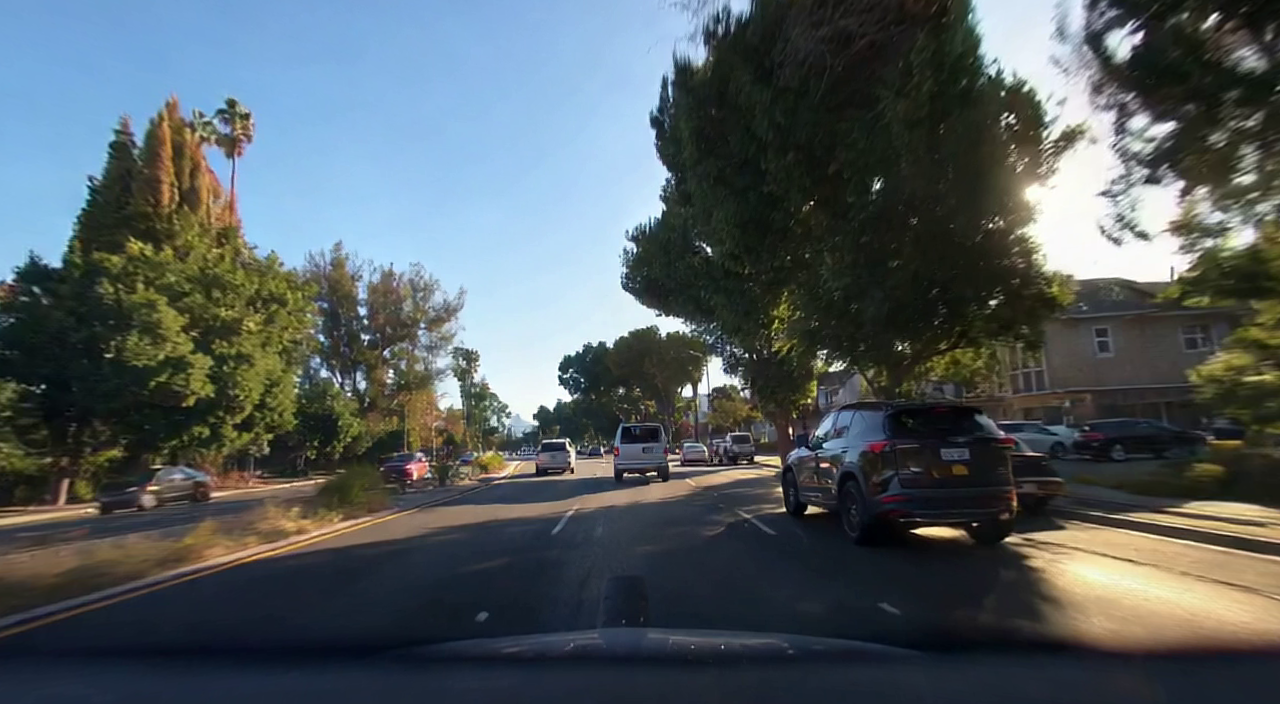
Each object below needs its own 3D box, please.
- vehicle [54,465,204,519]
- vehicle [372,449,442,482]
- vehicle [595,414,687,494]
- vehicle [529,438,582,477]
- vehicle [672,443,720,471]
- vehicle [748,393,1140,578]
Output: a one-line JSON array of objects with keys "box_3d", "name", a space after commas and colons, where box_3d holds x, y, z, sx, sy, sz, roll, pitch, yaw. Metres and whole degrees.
[{"box_3d": [-18.569, 5.061, 23.168, 1.956, 1.494, 4.503, -4, -8, -3], "name": "vehicle"}, {"box_3d": [-12.351, 6.031, 33.650, 2.068, 1.630, 4.650, 0, -9, -2], "name": "vehicle"}, {"box_3d": [-0.186, 3.250, 20.224, 2.507, 2.161, 6.049, 1, -9, -4], "name": "vehicle"}, {"box_3d": [-3.899, 4.954, 29.734, 2.235, 1.682, 4.662, 1, -9, -5], "name": "vehicle"}, {"box_3d": [3.002, 5.778, 34.819, 2.178, 1.411, 4.732, 0, -9, -1], "name": "vehicle"}, {"box_3d": [3.585, 1.792, 9.443, 2.576, 1.815, 6.267, 0, -9, -2], "name": "vehicle"}]
